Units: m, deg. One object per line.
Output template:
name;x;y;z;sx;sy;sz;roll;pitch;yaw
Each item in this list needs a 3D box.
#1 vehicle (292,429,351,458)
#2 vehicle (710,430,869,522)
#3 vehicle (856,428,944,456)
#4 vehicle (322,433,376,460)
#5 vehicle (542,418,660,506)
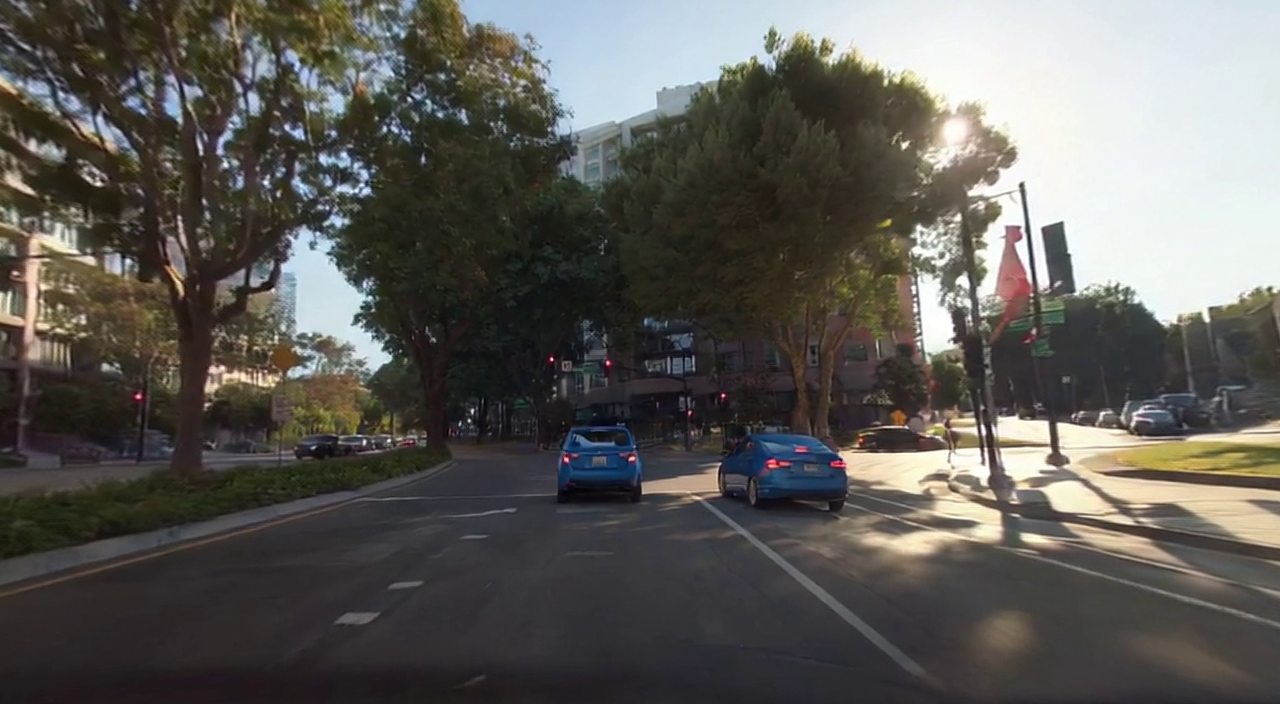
vehicle;-24.229;6.994;48.390;2.423;1.974;6.001;-1;-8;-11
vehicle;2.719;2.377;12.671;1.918;1.479;4.468;0;-9;-2
vehicle;17.306;6.053;42.311;5.023;1.756;2.001;-1;-9;9
vehicle;-20.244;6.576;44.158;2.207;1.765;4.569;1;-9;-10
vehicle;-0.902;2.492;14.654;2.317;1.713;4.231;1;-9;-4
